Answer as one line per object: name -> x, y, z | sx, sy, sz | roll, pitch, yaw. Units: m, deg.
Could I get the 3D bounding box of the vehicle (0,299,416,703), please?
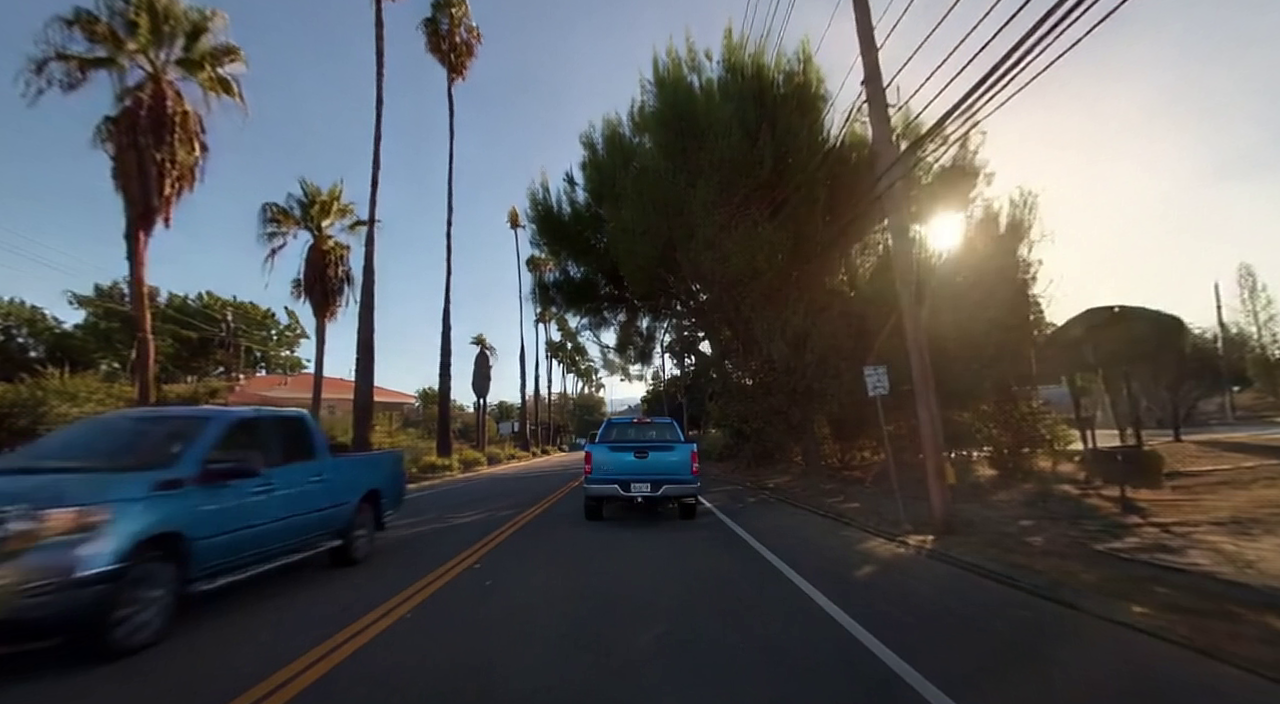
vehicle -> -4.292, 1.161, 5.589 | 2.590, 2.032, 5.566 | 0, -8, -1

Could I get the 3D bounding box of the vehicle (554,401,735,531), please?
vehicle -> 0.053, 2.202, 12.760 | 2.803, 2.005, 5.885 | 0, -8, 0
